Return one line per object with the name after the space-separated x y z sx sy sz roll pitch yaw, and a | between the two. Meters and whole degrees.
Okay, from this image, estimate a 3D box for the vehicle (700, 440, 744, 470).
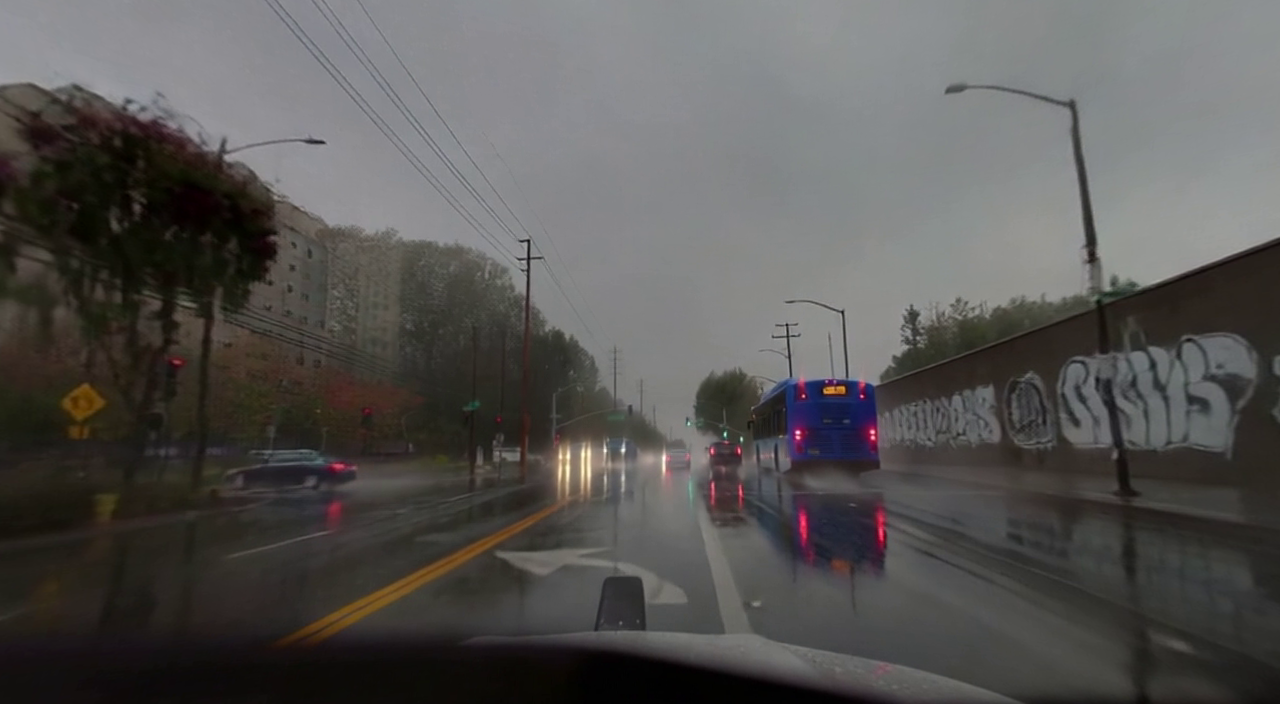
4.267 5.393 33.322 1.961 1.470 4.196 -1 -8 3 | vehicle

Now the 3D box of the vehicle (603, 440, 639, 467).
-1.271 7.100 44.339 2.015 1.818 4.061 -1 -8 6 | vehicle

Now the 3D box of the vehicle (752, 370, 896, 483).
6.772 3.214 25.820 3.045 3.447 12.604 -1 -8 5 | vehicle

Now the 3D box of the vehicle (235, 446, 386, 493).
-11.759 4.175 22.681 4.420 1.544 2.018 -2 -9 11 | vehicle
